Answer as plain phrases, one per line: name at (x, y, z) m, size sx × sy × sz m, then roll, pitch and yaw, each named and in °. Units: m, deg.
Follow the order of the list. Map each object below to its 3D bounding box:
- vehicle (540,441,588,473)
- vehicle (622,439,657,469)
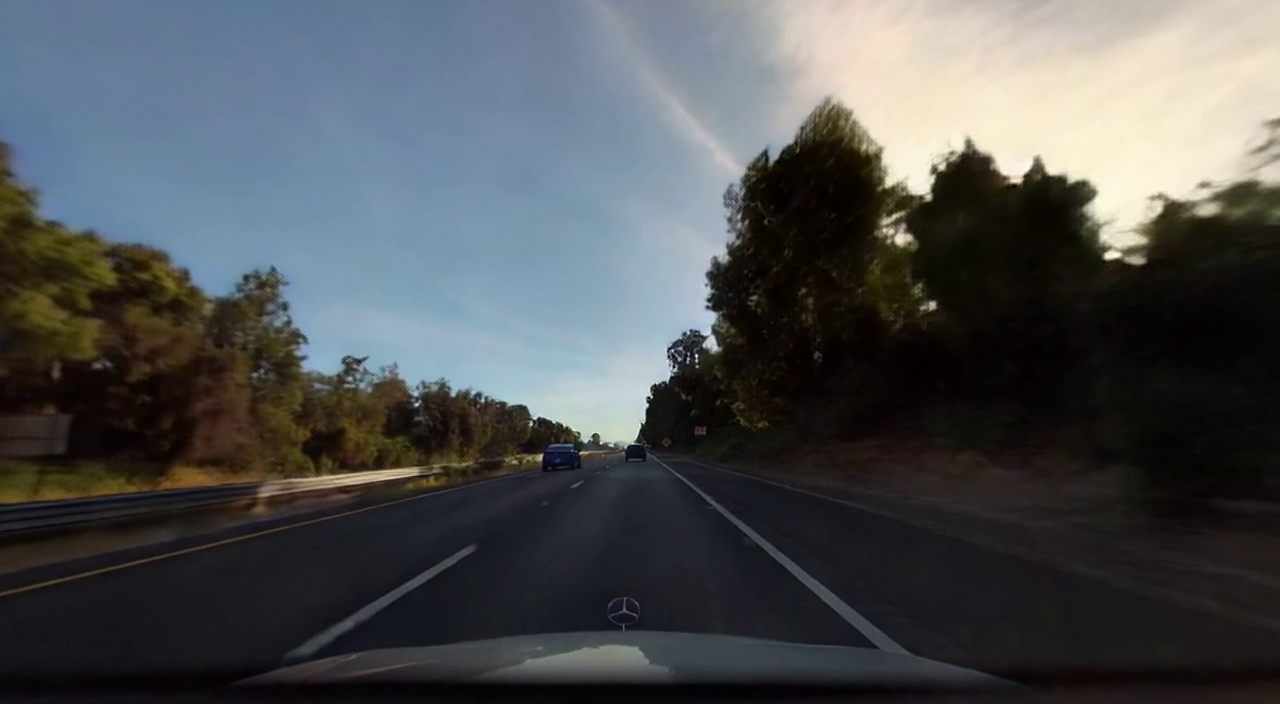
vehicle at (-4.200, 5.888, 35.406) m, size 2.113 × 1.656 × 4.215 m, roll 0°, pitch -9°, yaw 0°
vehicle at (-0.035, 6.514, 40.252) m, size 2.126 × 1.786 × 3.958 m, roll 0°, pitch -9°, yaw 0°
